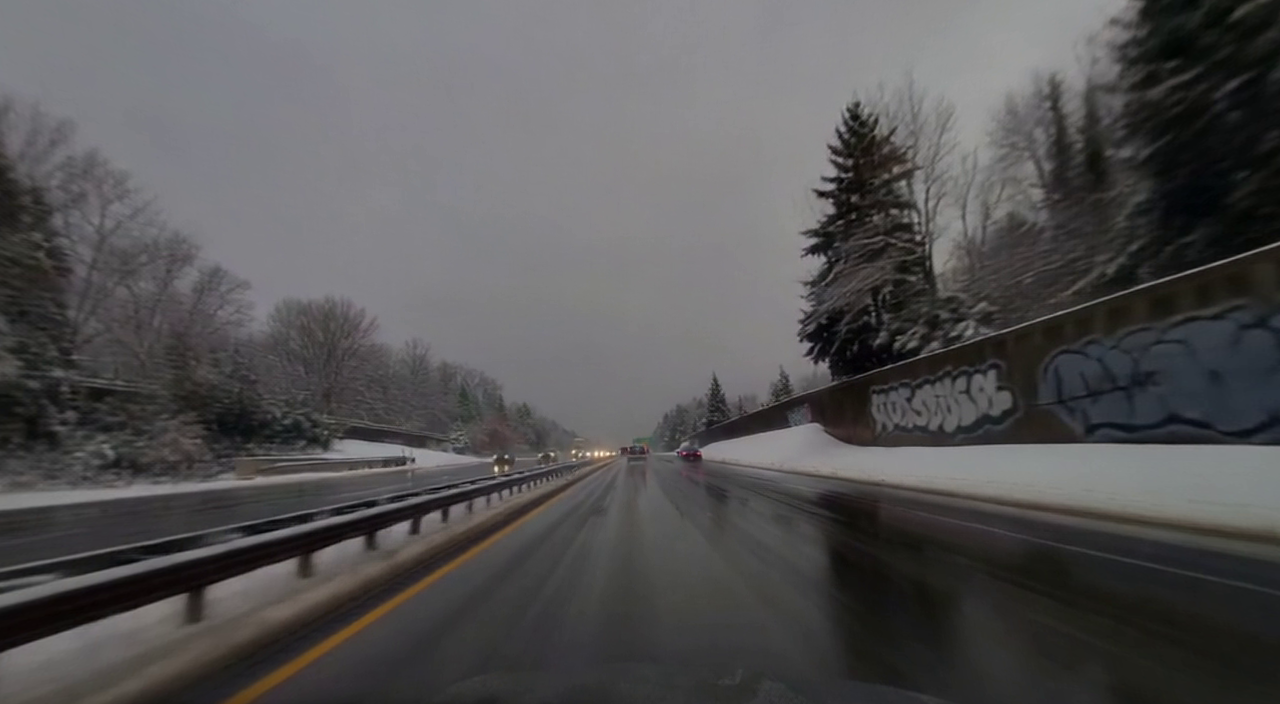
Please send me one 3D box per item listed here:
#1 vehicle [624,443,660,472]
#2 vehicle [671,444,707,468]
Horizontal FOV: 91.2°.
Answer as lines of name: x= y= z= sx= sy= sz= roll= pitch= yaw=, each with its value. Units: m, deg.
vehicle: x=0.119 y=6.517 z=39.050 sx=2.095 sy=1.671 sz=4.219 roll=0 pitch=-9 yaw=-1
vehicle: x=3.541 y=7.635 z=46.078 sx=2.303 sy=1.614 sz=4.154 roll=-1 pitch=-9 yaw=0
